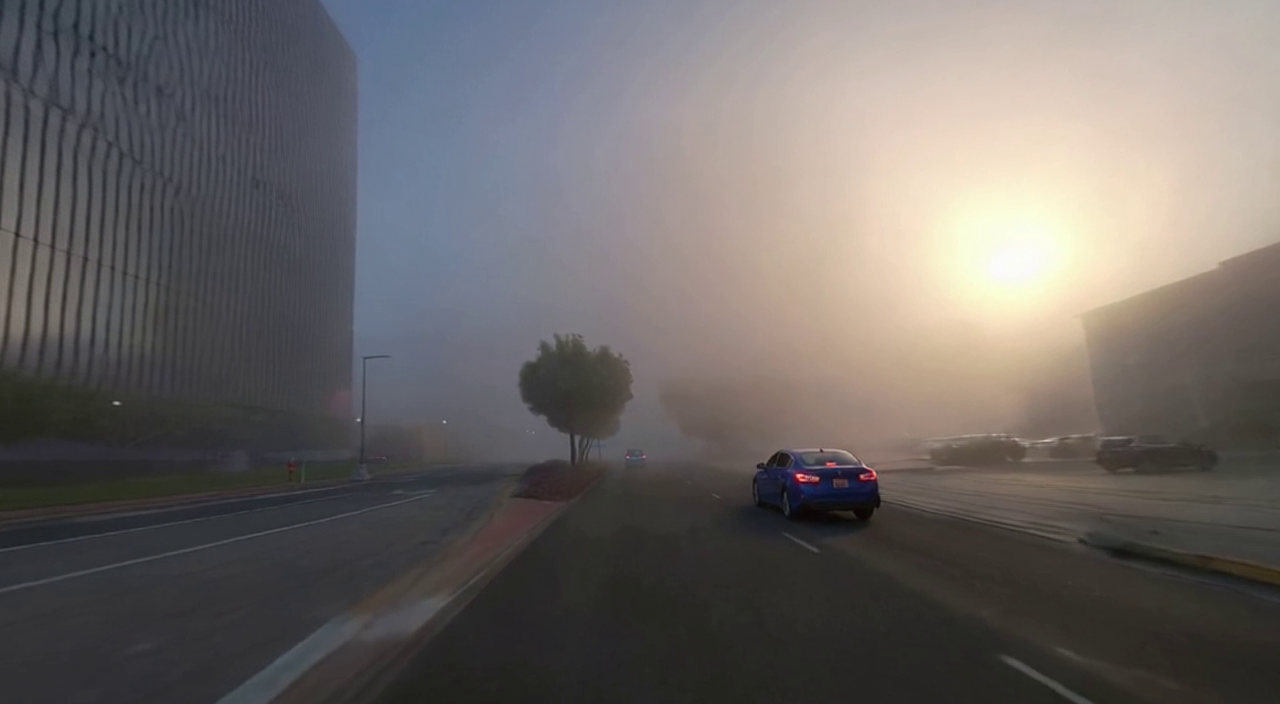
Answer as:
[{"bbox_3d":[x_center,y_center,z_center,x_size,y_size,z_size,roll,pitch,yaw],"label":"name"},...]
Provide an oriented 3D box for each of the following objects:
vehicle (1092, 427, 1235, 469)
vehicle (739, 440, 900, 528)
[{"bbox_3d":[20.640,3.780,24.940,3.996,1.481,1.853,-1,-8,-1],"label":"vehicle"},{"bbox_3d":[3.440,2.605,13.010,1.993,1.501,4.127,0,-9,-2],"label":"vehicle"}]
